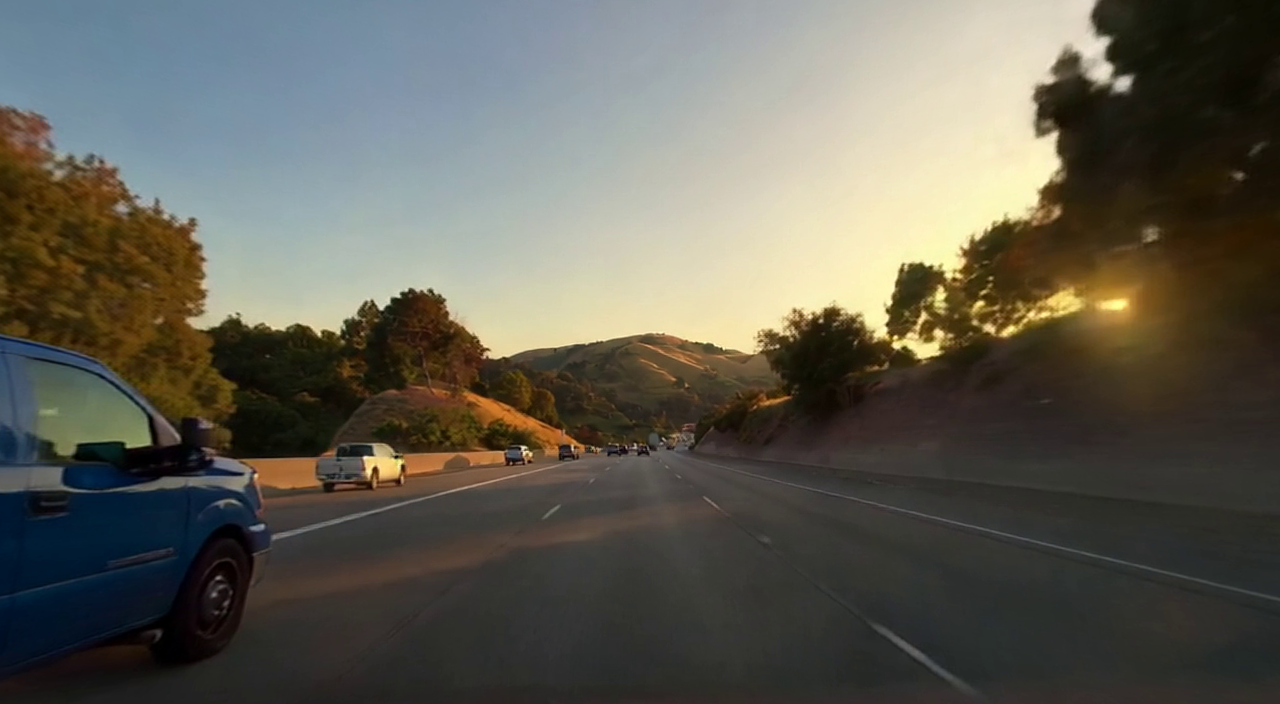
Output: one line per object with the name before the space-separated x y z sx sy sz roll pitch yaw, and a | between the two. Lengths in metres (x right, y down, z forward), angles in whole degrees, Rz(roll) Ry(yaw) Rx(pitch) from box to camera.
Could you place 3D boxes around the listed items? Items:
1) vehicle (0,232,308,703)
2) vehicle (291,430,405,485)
vehicle | -3.473 0.468 1.004 2.483 2.100 6.208 0 -8 0
vehicle | -10.994 4.017 24.303 2.012 1.875 4.895 0 -8 0
